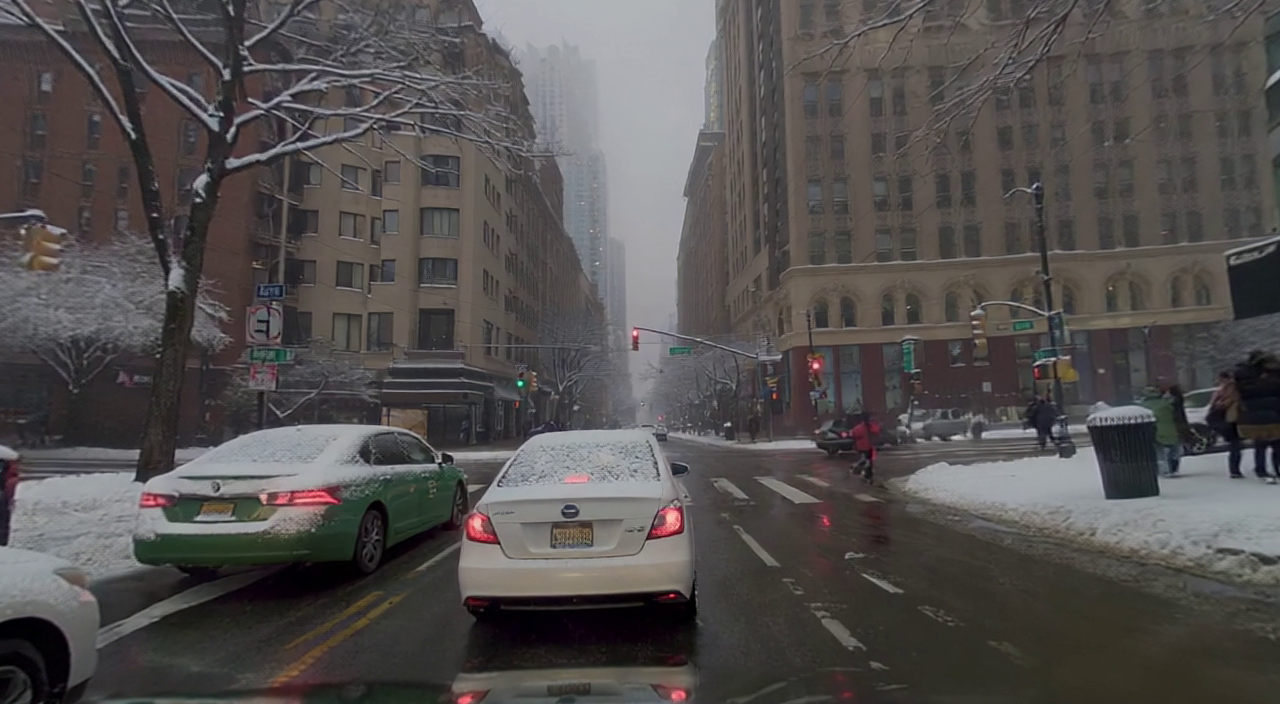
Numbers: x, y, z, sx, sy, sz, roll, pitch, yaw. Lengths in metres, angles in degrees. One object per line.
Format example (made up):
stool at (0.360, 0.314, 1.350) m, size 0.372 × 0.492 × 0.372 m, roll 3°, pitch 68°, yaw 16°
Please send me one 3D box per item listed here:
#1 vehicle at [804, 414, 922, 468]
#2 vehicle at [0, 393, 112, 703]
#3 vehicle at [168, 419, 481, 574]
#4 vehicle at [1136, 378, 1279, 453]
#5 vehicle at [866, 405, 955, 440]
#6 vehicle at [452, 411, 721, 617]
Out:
vehicle at (7.783, 3.094, 21.854) m, size 4.392 × 1.667 × 1.958 m, roll 8°, pitch -11°, yaw -43°
vehicle at (-3.911, 0.709, 1.186) m, size 1.995 × 1.524 × 4.438 m, roll 0°, pitch -8°, yaw 0°
vehicle at (-3.684, 1.752, 8.469) m, size 1.934 × 1.522 × 4.287 m, roll 0°, pitch -8°, yaw 0°
vehicle at (21.646, 2.354, 22.873) m, size 5.863 × 2.493 × 2.354 m, roll 2°, pitch -9°, yaw -12°
vehicle at (14.943, 3.933, 34.892) m, size 4.657 × 1.769 × 1.979 m, roll 4°, pitch -10°, yaw -28°
vehicle at (-0.412, 1.497, 6.727) m, size 1.999 × 1.520 × 3.896 m, roll 0°, pitch -8°, yaw 0°
